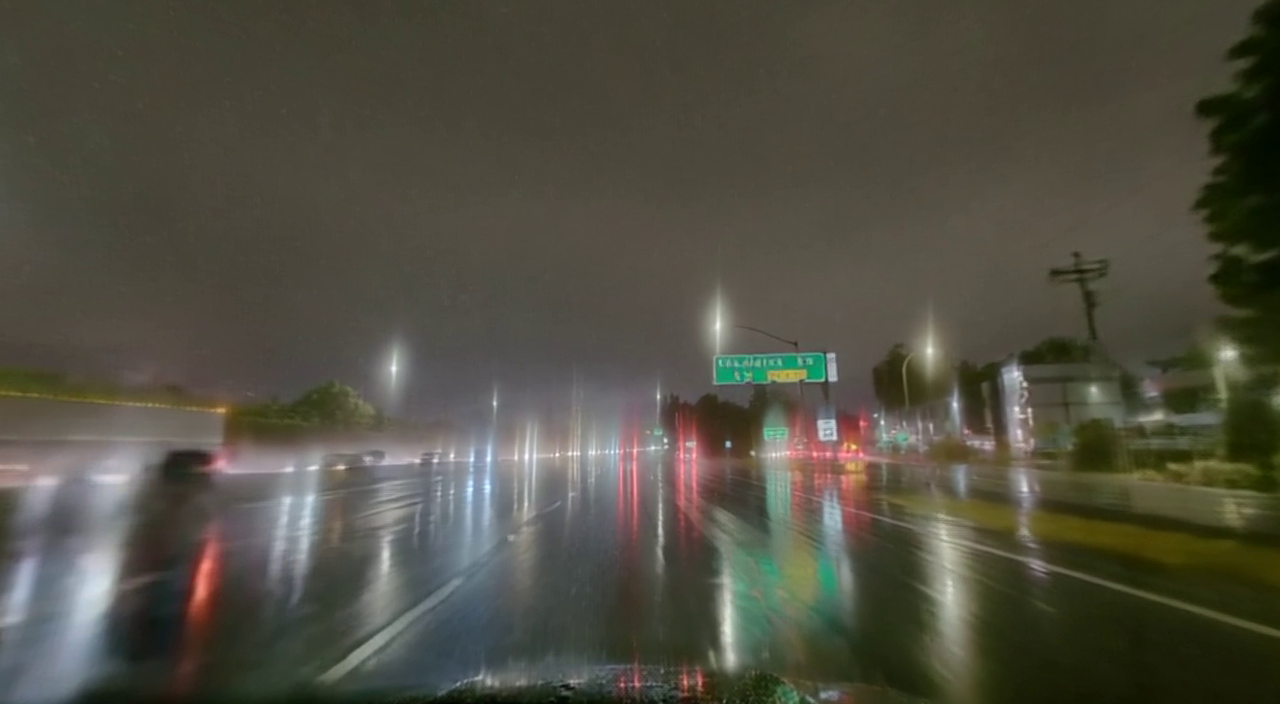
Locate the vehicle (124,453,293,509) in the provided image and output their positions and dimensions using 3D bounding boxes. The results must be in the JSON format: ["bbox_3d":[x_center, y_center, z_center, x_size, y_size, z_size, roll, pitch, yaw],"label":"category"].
[{"bbox_3d":[-12.832,3.827,19.244,1.908,1.467,4.603,0,-9,0],"label":"vehicle"}]

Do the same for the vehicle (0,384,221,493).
[{"bbox_3d":[-26.545,4.116,29.438,2.913,4.193,16.627,0,-9,-1],"label":"vehicle"}]

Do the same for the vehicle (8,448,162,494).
[{"bbox_3d":[-22.181,4.740,25.569,2.109,1.670,4.549,0,-9,-1],"label":"vehicle"}]

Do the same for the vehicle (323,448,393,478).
[{"bbox_3d":[-16.368,6.444,36.911,2.038,1.608,4.445,0,-9,0],"label":"vehicle"}]
